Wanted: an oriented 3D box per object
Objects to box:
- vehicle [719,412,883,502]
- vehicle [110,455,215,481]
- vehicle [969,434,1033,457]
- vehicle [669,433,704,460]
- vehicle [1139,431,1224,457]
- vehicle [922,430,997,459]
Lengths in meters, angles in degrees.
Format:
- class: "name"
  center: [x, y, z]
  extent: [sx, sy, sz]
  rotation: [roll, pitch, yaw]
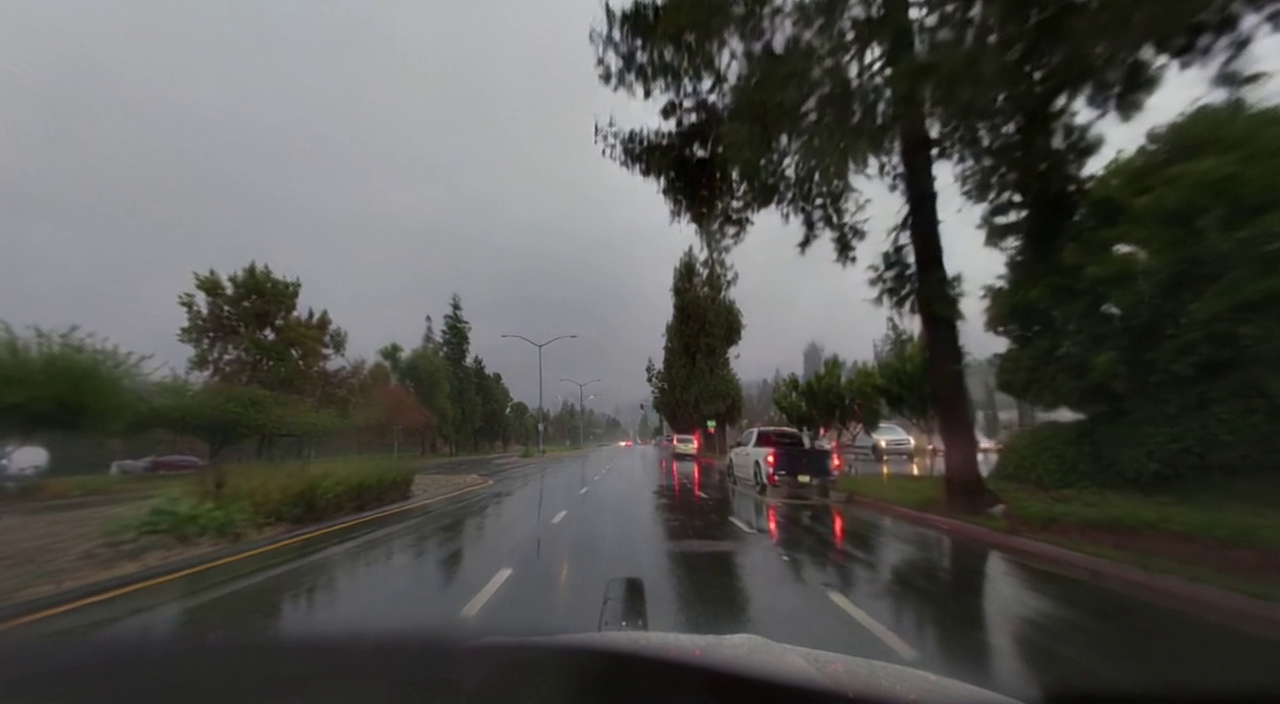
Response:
- class: "vehicle"
  center: [3.784, 2.622, 16.217]
  extent: [2.493, 1.896, 5.433]
  rotation: [0, -8, -4]
- class: "vehicle"
  center: [-29.171, 7.090, 38.652]
  extent: [4.719, 1.433, 1.995]
  rotation: [1, -8, -5]
- class: "vehicle"
  center: [25.272, 6.590, 44.298]
  extent: [1.896, 1.538, 4.080]
  rotation: [0, -9, -2]
- class: "vehicle"
  center: [3.311, 6.858, 45.762]
  extent: [2.144, 1.848, 4.159]
  rotation: [0, -8, -1]
- class: "vehicle"
  center: [38.345, 6.518, 44.798]
  extent: [1.870, 1.514, 4.544]
  rotation: [-6, -7, -1]
- class: "vehicle"
  center: [22.310, 6.500, 44.342]
  extent: [2.313, 1.900, 5.397]
  rotation: [1, -9, -1]
